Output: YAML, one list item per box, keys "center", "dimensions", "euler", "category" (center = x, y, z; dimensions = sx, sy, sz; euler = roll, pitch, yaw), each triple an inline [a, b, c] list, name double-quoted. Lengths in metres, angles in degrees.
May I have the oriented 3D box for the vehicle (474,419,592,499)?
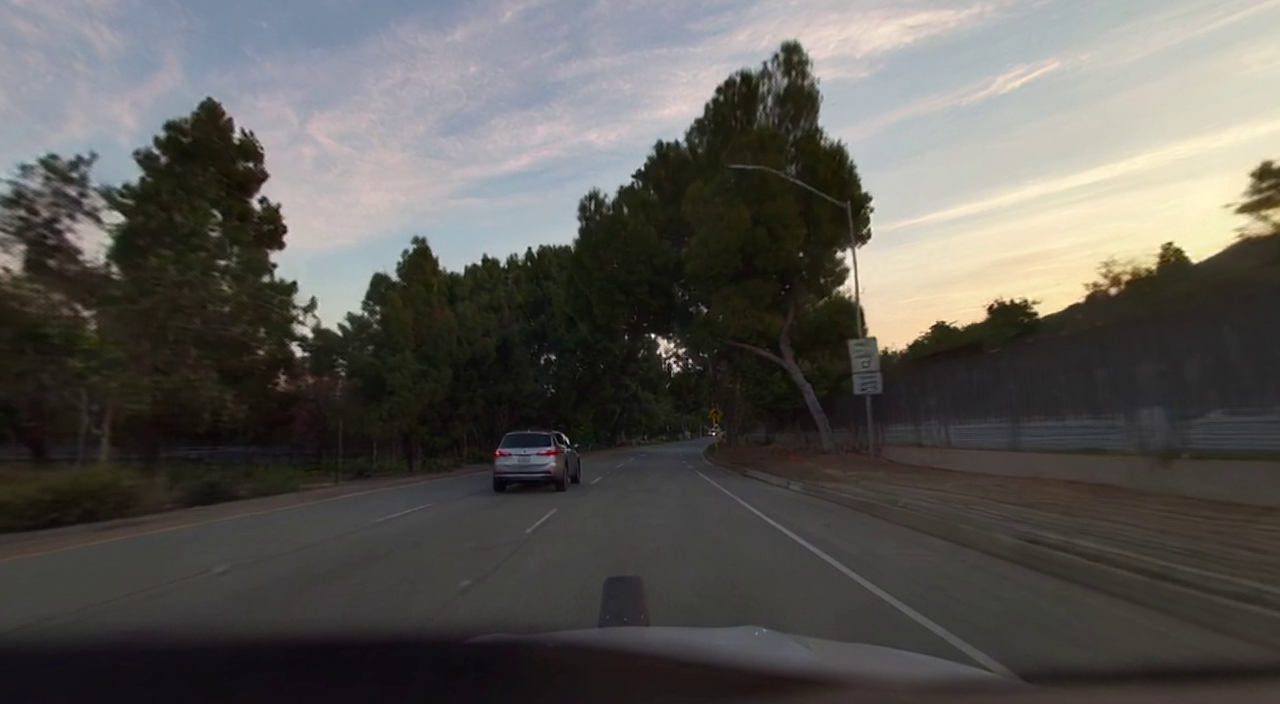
- center: [-2.678, 2.824, 17.080]
  dimensions: [2.160, 1.855, 4.695]
  euler: [-1, -8, 3]
  category: "vehicle"
